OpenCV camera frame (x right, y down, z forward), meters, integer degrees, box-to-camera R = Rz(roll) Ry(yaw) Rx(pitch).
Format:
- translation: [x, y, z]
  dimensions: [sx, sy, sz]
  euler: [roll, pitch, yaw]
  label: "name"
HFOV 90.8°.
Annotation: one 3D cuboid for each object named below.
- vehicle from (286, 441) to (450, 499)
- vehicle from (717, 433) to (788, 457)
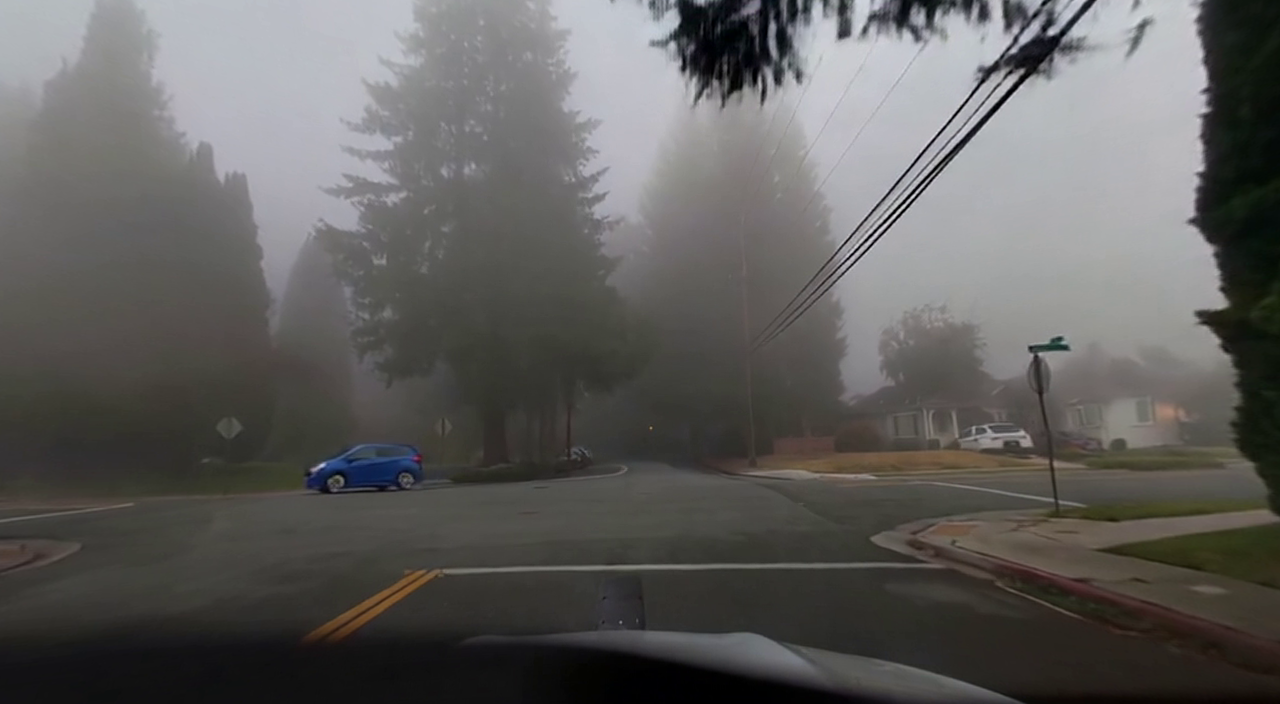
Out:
- translation: [-8.655, 3.727, 20.481]
  dimensions: [1.988, 1.596, 4.396]
  euler: [-7, -10, 37]
  label: "vehicle"
- translation: [8.215, 6.837, 46.437]
  dimensions: [4.784, 1.647, 1.947]
  euler: [0, -8, -4]
  label: "vehicle"
